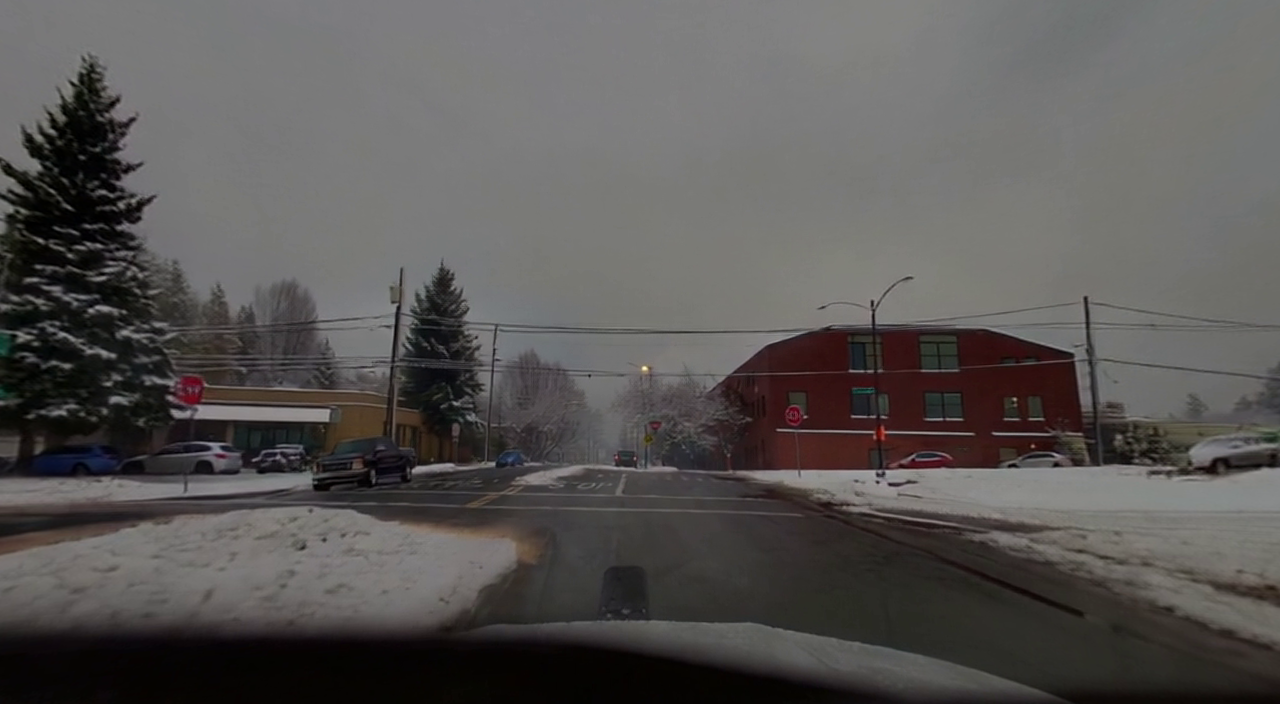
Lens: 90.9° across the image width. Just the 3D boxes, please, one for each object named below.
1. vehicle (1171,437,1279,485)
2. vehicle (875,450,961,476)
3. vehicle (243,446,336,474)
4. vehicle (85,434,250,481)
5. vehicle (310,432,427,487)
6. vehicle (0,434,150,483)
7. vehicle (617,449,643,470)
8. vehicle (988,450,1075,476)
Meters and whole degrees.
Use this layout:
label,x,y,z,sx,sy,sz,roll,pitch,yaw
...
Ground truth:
label,x,y,z,sx,sy,sz,roll,pitch,yaw
vehicle,28.545,5.077,29.517,5.277,2.032,2.408,2,-6,-4
vehicle,17.506,6.996,39.788,4.528,1.458,1.939,2,-7,-5
vehicle,-20.728,6.407,37.397,4.277,1.527,1.987,1,-8,-3
vehicle,-18.142,4.035,24.440,2.010,1.583,4.582,-5,-10,34
vehicle,-8.978,3.631,21.398,2.156,1.620,4.945,1,-9,-6
vehicle,-21.608,3.992,23.955,1.887,1.619,4.187,-4,-9,30
vehicle,-0.833,8.469,49.657,1.851,1.471,4.372,1,-8,-4
vehicle,24.959,7.099,40.234,4.323,1.507,1.896,2,-8,-4
